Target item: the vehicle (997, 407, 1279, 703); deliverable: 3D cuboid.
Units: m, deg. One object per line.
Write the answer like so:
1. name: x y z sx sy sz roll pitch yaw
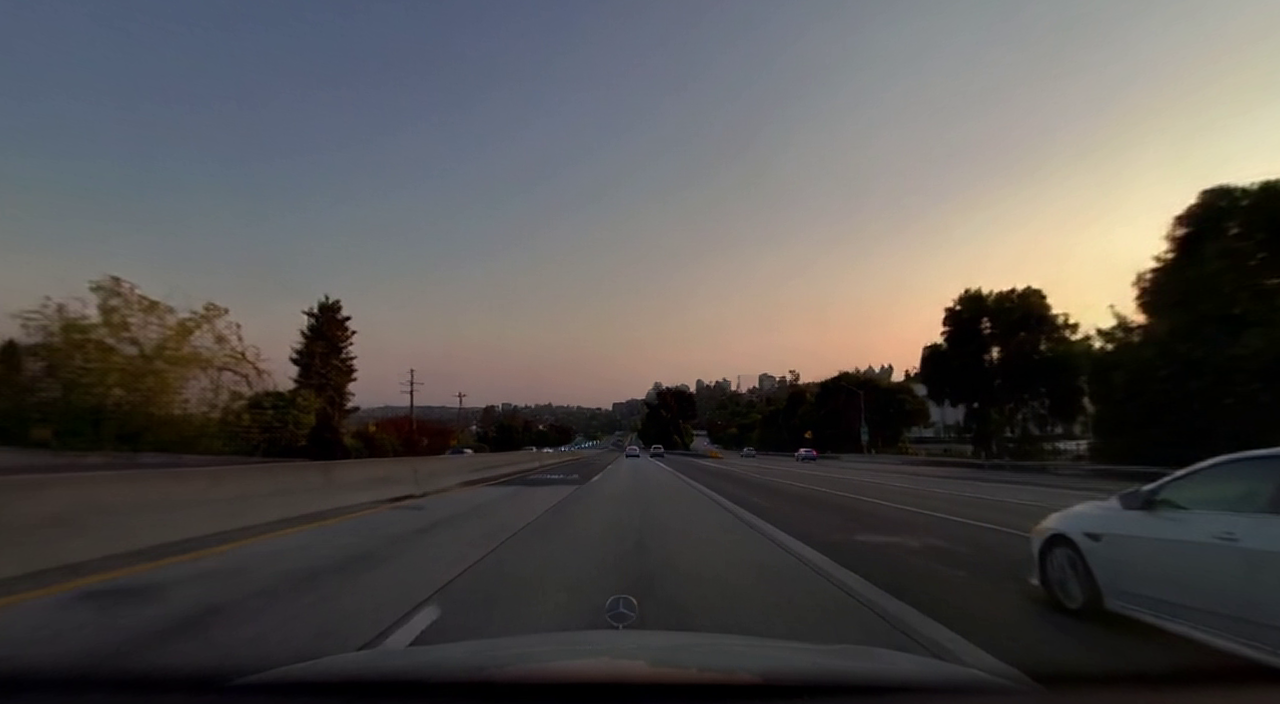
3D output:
1. vehicle: 3.859 0.951 2.525 2.018 1.477 4.800 0 -9 -1
